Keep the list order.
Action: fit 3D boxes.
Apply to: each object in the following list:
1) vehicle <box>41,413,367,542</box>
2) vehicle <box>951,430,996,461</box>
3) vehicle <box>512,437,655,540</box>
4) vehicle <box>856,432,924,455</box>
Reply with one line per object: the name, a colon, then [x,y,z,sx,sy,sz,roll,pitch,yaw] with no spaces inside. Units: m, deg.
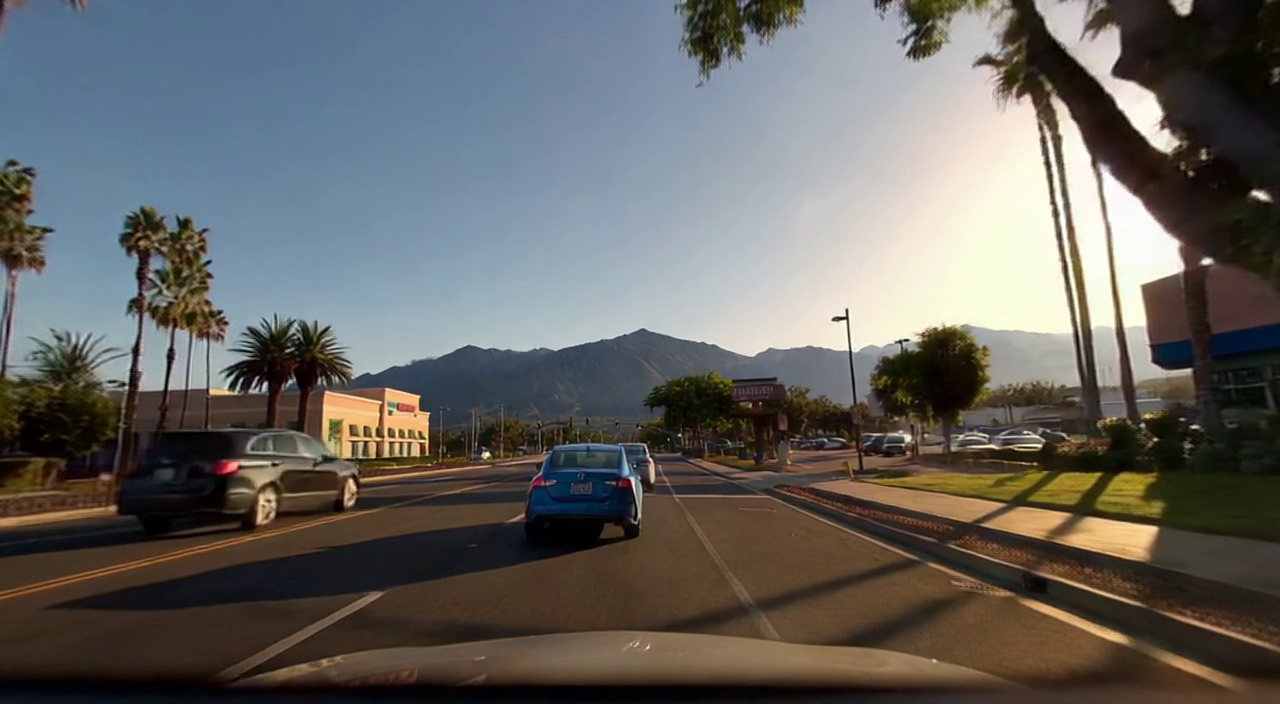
vehicle: [-7.652,2.271,12.125,2.400,1.900,5.325,0,-8,1]
vehicle: [18.265,5.142,34.690,1.961,1.526,4.640,-4,-10,26]
vehicle: [-0.915,2.277,11.175,2.067,1.459,3.886,0,-9,-3]
vehicle: [19.136,7.012,48.528,1.925,1.652,4.490,6,-10,-35]
